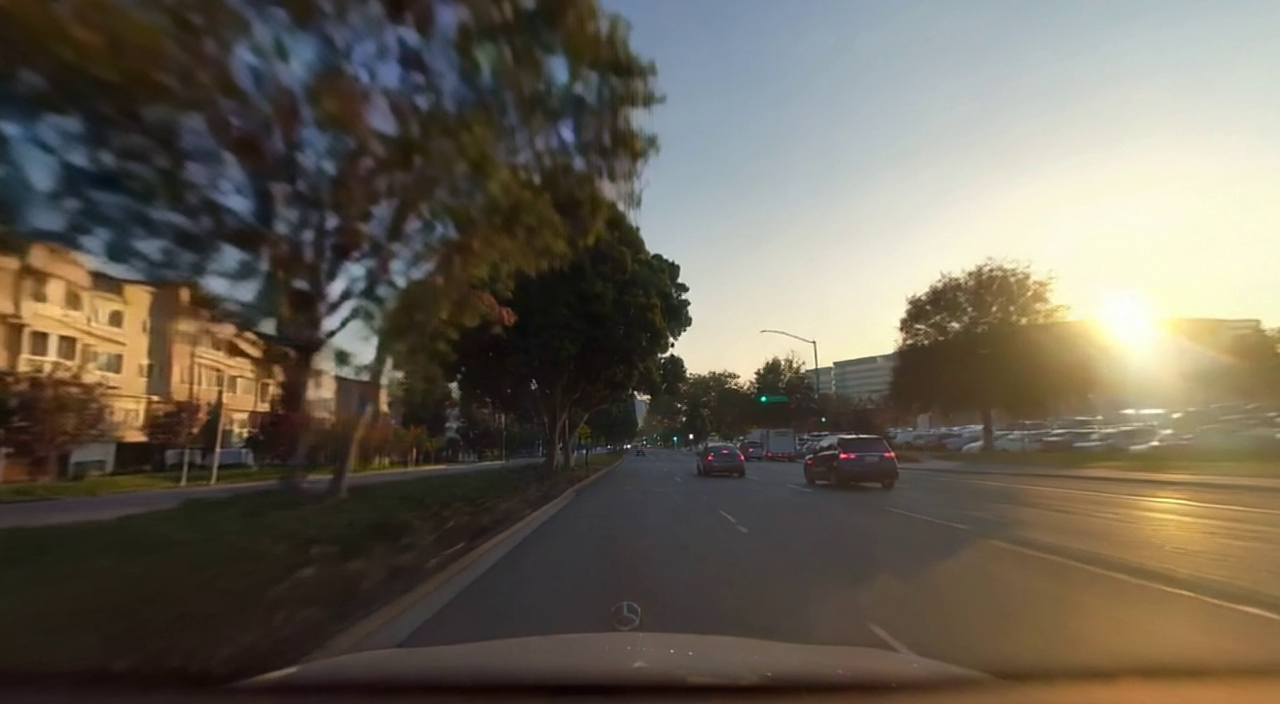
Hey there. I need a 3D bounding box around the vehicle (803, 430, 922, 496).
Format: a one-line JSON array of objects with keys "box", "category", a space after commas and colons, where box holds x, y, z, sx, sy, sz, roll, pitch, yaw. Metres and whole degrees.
[{"box": [6.679, 3.390, 19.624, 1.946, 1.773, 4.641, 0, -9, -1], "category": "vehicle"}]

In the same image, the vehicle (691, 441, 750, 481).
[{"box": [3.367, 4.653, 27.199, 1.917, 1.538, 4.259, 0, -9, -1], "category": "vehicle"}]
